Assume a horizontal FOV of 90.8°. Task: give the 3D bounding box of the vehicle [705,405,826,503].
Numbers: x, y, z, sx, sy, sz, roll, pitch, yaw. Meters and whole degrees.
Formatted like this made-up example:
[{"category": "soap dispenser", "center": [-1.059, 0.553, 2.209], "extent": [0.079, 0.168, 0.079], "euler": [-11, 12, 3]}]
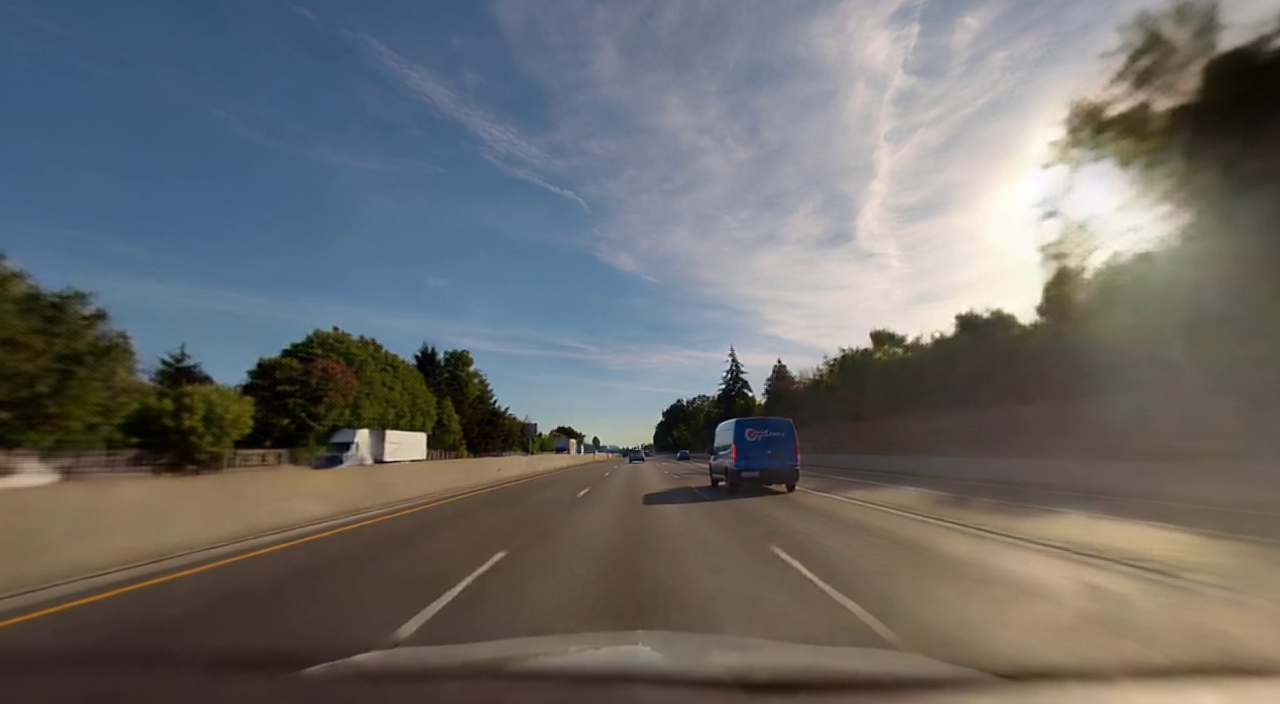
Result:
[{"category": "vehicle", "center": [3.628, 3.170, 19.708], "extent": [2.373, 2.561, 5.922], "euler": [0, -9, -2]}]
